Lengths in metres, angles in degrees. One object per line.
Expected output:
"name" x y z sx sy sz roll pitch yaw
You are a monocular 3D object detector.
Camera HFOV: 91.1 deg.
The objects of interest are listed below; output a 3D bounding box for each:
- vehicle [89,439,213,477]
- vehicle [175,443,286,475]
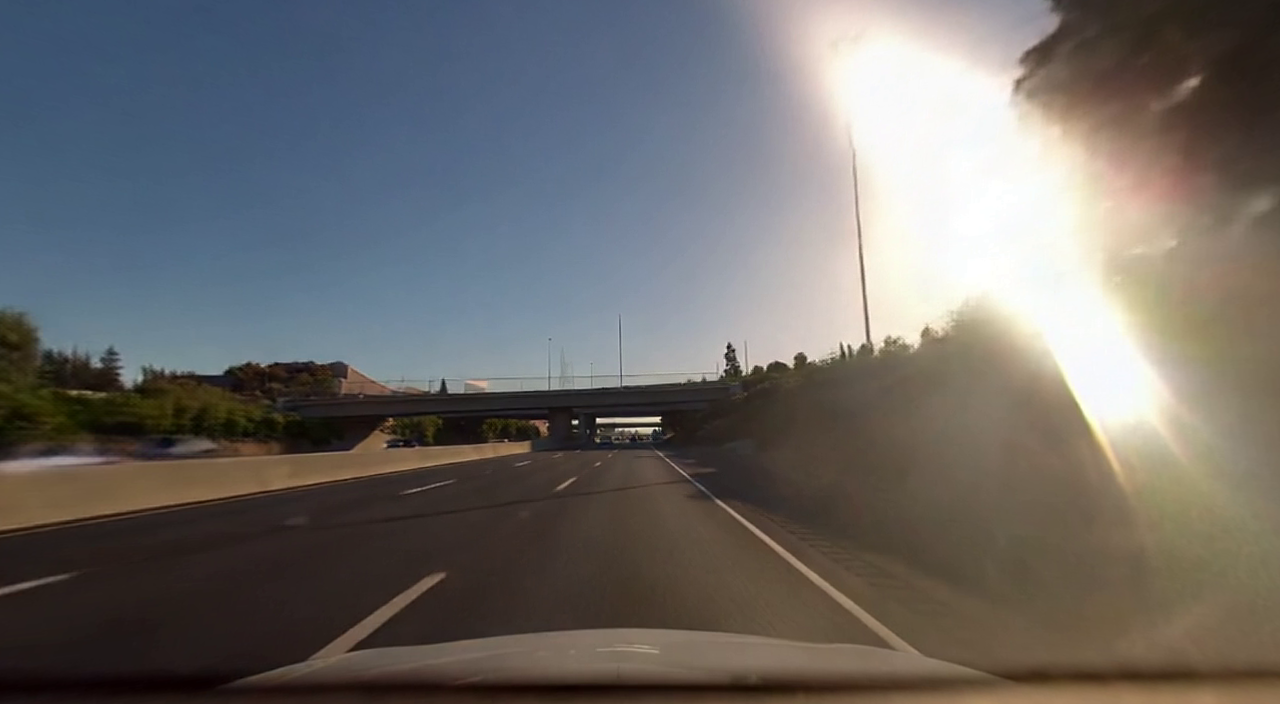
"vehicle" -22.901 4.961 29.744 1.916 1.601 4.872 0 -8 0
"vehicle" -22.873 5.960 35.491 2.342 1.550 5.925 0 -8 0
